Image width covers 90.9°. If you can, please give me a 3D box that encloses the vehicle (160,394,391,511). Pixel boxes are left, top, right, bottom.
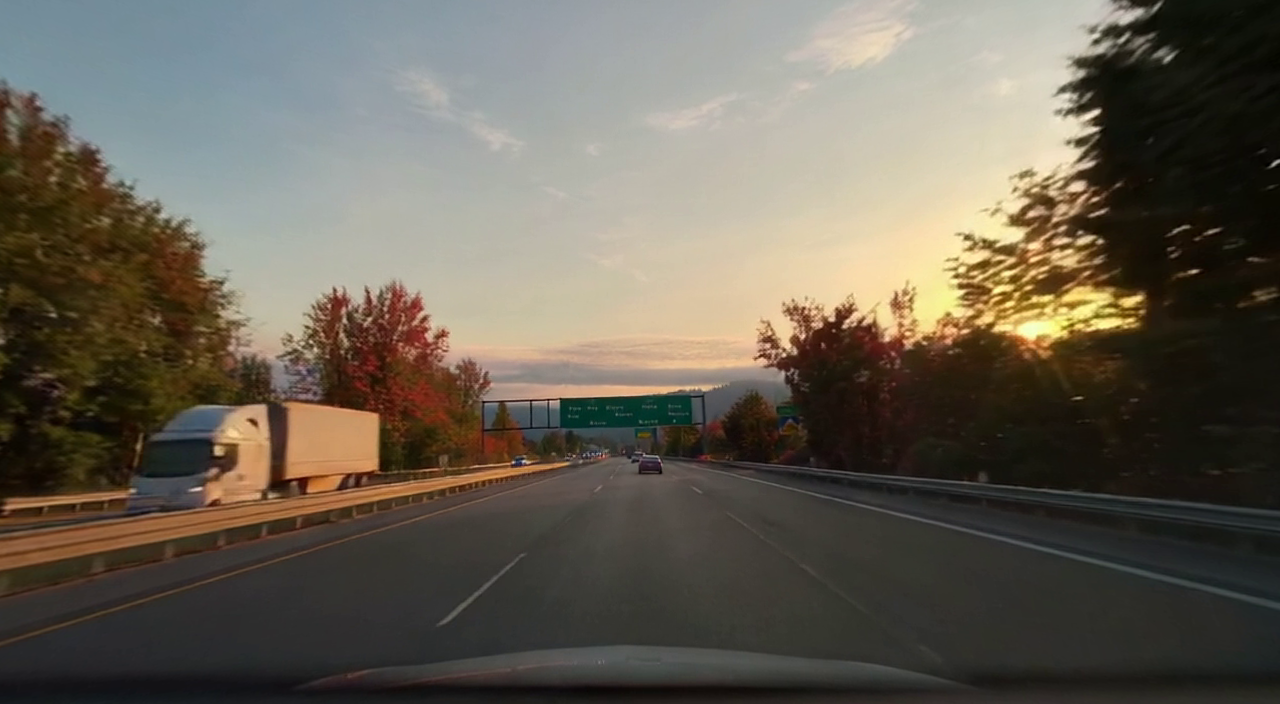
[{"bbox_3d":[-13.861,4.047,25.567,3.366,3.773,9.860,0,-9,0],"label":"vehicle"}]

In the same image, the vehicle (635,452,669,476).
[{"bbox_3d":[0.729,7.025,39.713,2.036,1.457,3.471,0,-9,-1],"label":"vehicle"}]
